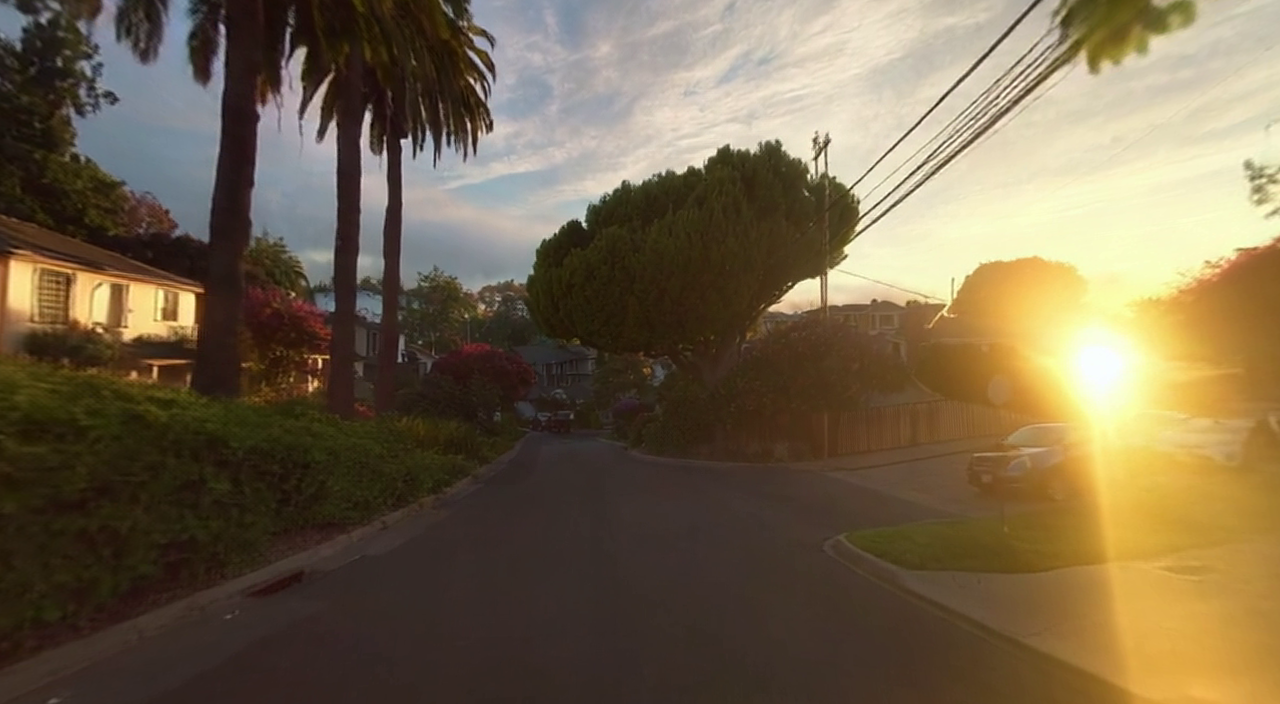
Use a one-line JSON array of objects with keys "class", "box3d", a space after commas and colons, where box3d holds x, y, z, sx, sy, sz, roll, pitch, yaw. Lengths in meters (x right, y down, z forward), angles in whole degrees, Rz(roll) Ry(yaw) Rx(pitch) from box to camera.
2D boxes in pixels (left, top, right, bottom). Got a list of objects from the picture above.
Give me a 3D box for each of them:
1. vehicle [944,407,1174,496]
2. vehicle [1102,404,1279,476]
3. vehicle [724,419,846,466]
[{"class": "vehicle", "box3d": [10.263, 2.481, 15.576, 4.443, 1.948, 2.230, 3, -11, -17]}, {"class": "vehicle", "box3d": [15.542, 2.472, 17.582, 4.451, 1.784, 2.028, 3, -9, -22]}, {"class": "vehicle", "box3d": [7.113, 4.475, 30.751, 5.663, 1.913, 2.170, 7, -12, -26]}]
